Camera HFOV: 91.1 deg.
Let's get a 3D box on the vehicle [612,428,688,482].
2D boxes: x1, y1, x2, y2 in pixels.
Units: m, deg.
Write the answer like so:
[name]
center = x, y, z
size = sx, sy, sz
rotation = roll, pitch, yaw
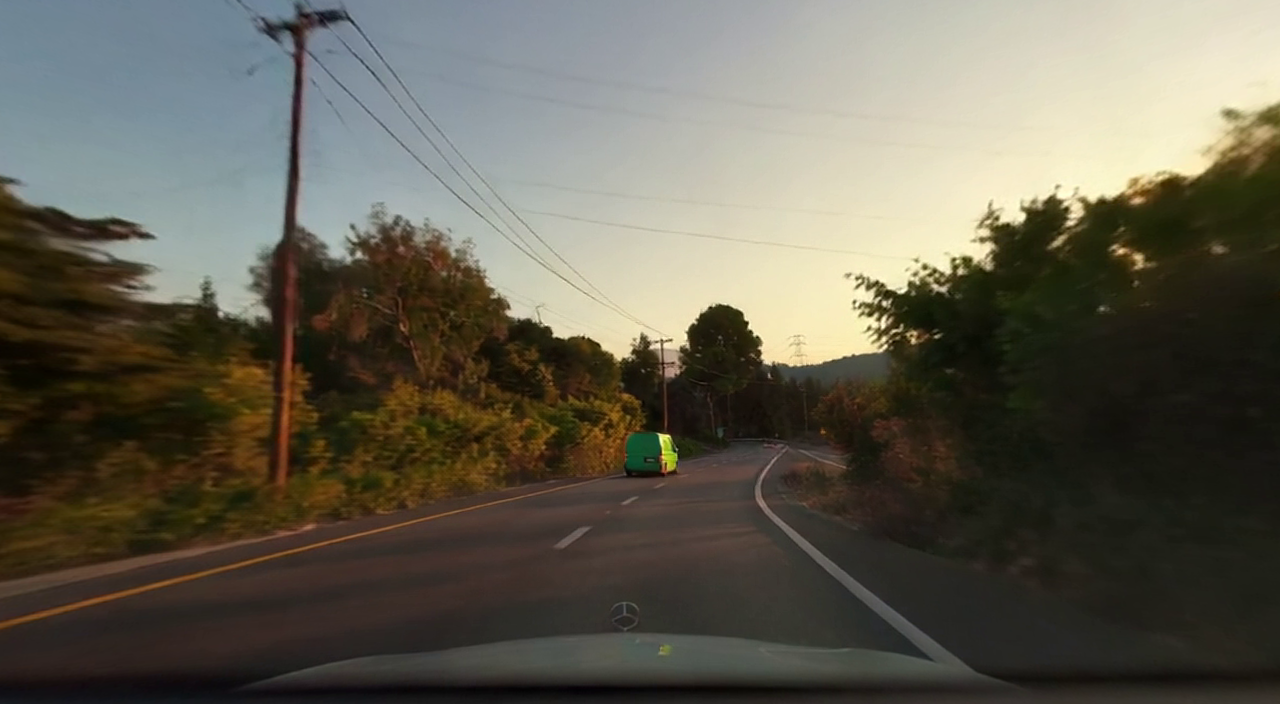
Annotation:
[vehicle]
center = 0.540, 4.259, 26.250
size = 2.270, 2.023, 4.632
rotation = -2, -9, 12
